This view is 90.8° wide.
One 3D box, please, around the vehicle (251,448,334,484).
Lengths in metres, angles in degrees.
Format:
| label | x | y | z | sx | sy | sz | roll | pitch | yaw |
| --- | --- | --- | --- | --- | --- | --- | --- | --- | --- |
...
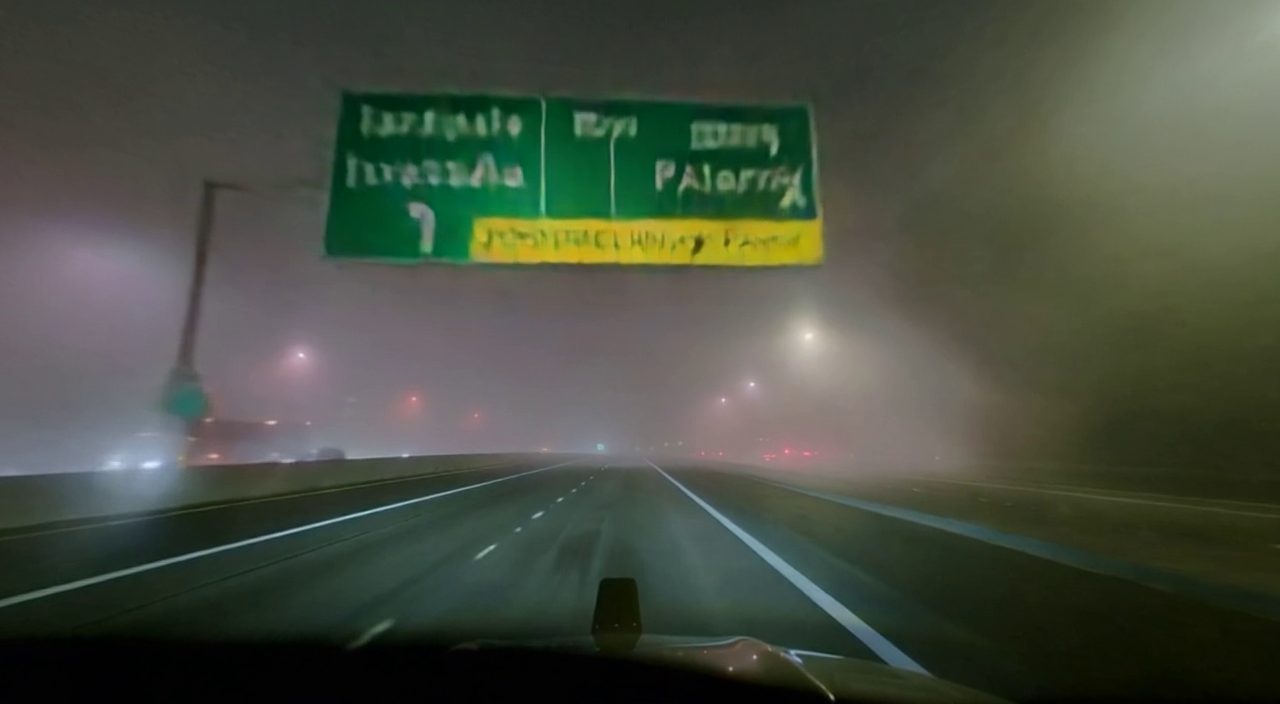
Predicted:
| label | x | y | z | sx | sy | sz | roll | pitch | yaw |
| --- | --- | --- | --- | --- | --- | --- | --- | --- | --- |
| vehicle | -19.140 | 6.266 | 35.080 | 1.896 | 1.743 | 4.697 | 0 | -8 | 0 |

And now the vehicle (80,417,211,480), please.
| label | x | y | z | sx | sy | sz | roll | pitch | yaw |
| --- | --- | --- | --- | --- | --- | --- | --- | --- | --- |
| vehicle | -34.299 | 6.742 | 44.323 | 3.001 | 4.027 | 7.439 | 0 | -8 | 0 |
